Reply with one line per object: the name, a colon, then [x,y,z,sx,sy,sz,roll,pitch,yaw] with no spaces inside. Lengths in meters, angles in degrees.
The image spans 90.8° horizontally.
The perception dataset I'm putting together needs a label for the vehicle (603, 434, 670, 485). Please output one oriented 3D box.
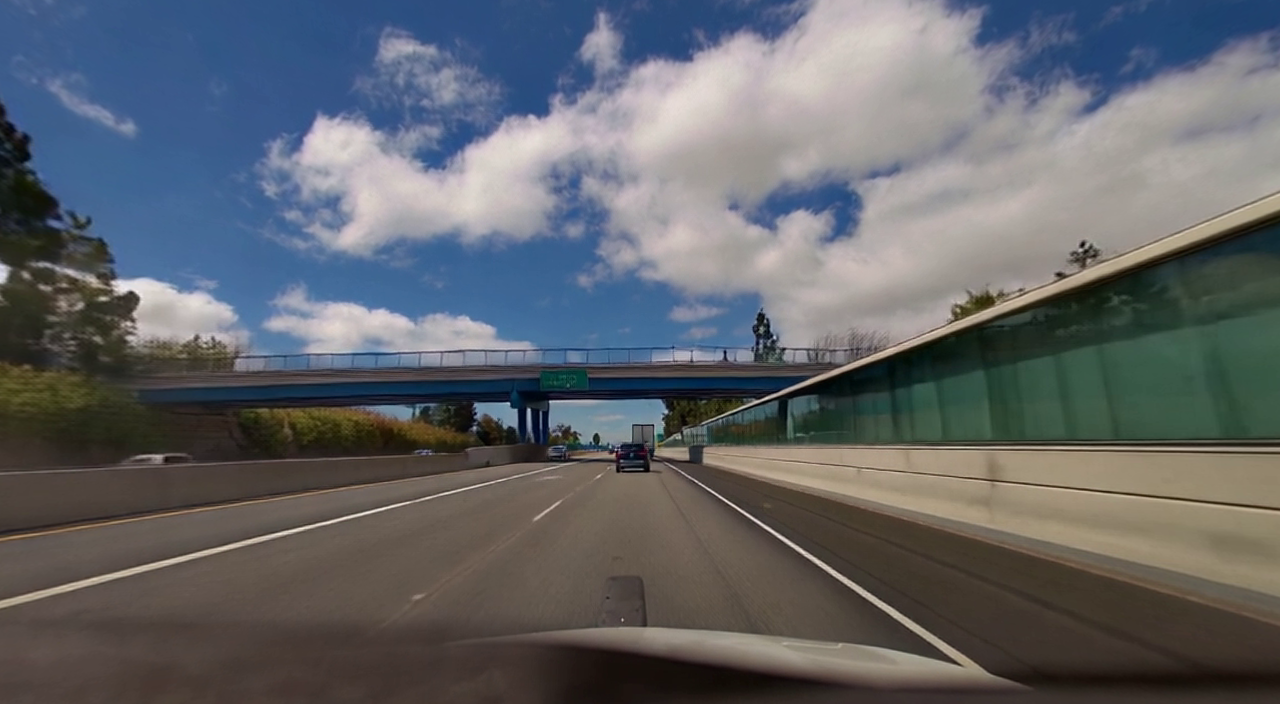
vehicle: [-0.085,4.073,24.067,2.299,1.716,4.579,-1,-9,1]
